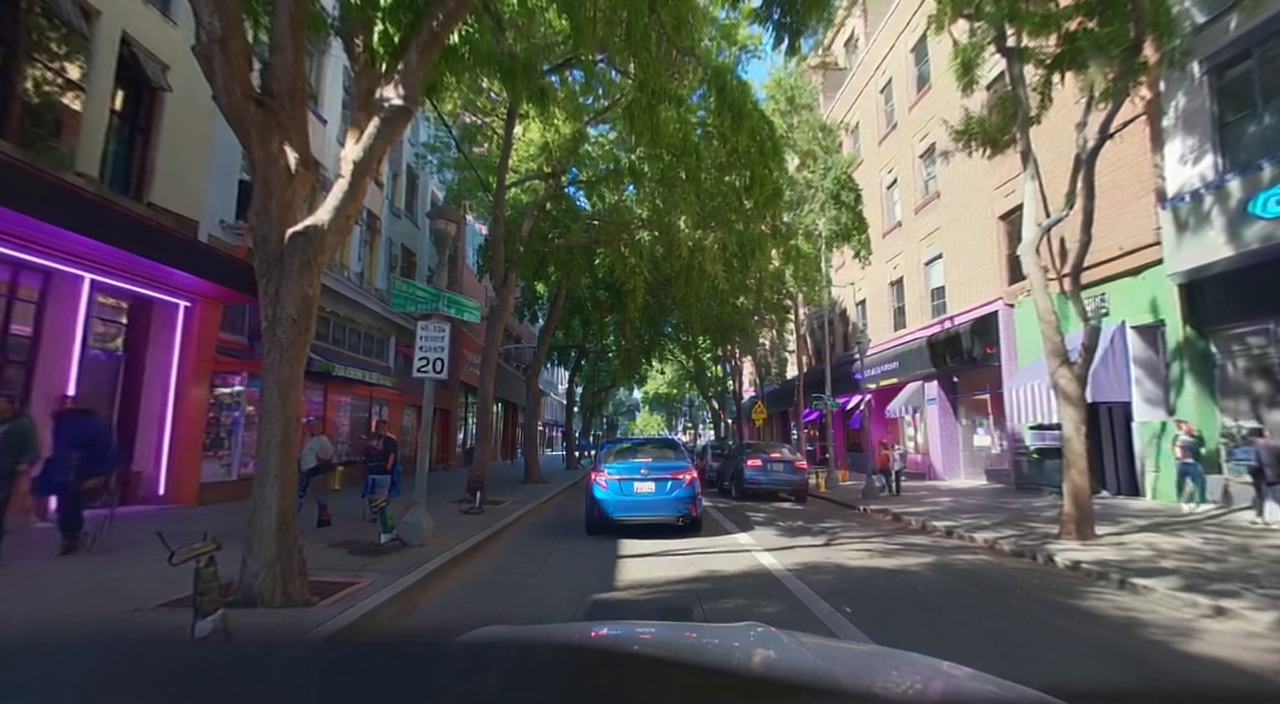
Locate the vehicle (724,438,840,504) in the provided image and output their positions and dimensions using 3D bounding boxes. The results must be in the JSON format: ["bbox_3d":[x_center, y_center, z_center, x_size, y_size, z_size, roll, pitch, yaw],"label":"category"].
[{"bbox_3d":[3.616,3.124,17.045,2.025,1.523,4.426,0,-9,-1],"label":"vehicle"}]

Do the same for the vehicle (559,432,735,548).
[{"bbox_3d":[0.056,2.089,10.260,2.261,1.474,4.130,0,-9,-1],"label":"vehicle"}]
